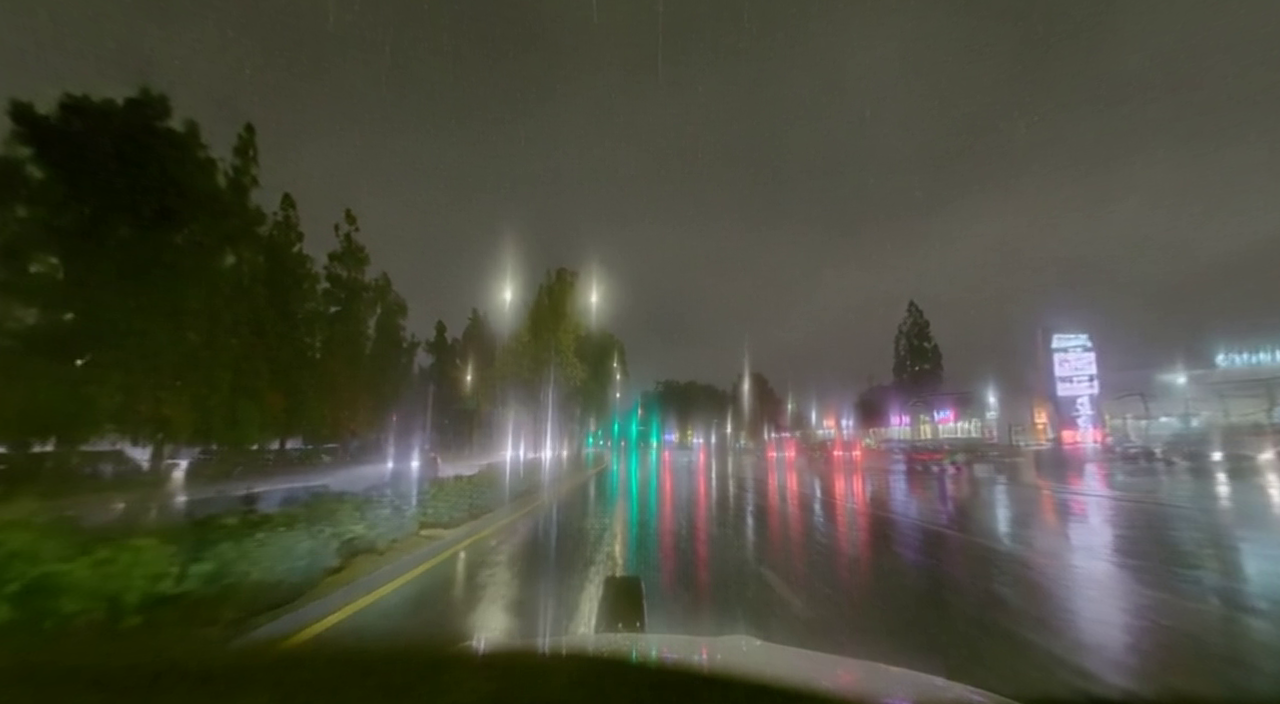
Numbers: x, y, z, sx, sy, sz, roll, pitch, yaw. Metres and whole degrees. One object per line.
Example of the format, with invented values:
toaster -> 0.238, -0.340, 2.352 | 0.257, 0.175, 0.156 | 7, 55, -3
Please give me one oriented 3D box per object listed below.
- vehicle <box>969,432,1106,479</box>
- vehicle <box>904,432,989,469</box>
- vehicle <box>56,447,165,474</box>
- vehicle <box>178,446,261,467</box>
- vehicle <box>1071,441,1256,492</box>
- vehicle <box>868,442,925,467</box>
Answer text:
vehicle -> 16.444, 4.305, 26.586 | 2.052, 1.749, 5.213 | 1, -9, -4
vehicle -> 18.856, 6.053, 39.279 | 2.232, 2.008, 5.812 | -3, -8, -1
vehicle -> -29.613, 6.079, 35.428 | 4.461, 1.441, 1.820 | 0, -8, 0
vehicle -> -31.083, 7.744, 46.795 | 4.742, 1.459, 1.867 | -1, -8, 0
vehicle -> 16.689, 3.642, 20.545 | 1.863, 1.445, 4.703 | 0, -8, -2
vehicle -> 16.103, 6.412, 39.933 | 1.892, 1.421, 4.556 | -1, -8, 3
